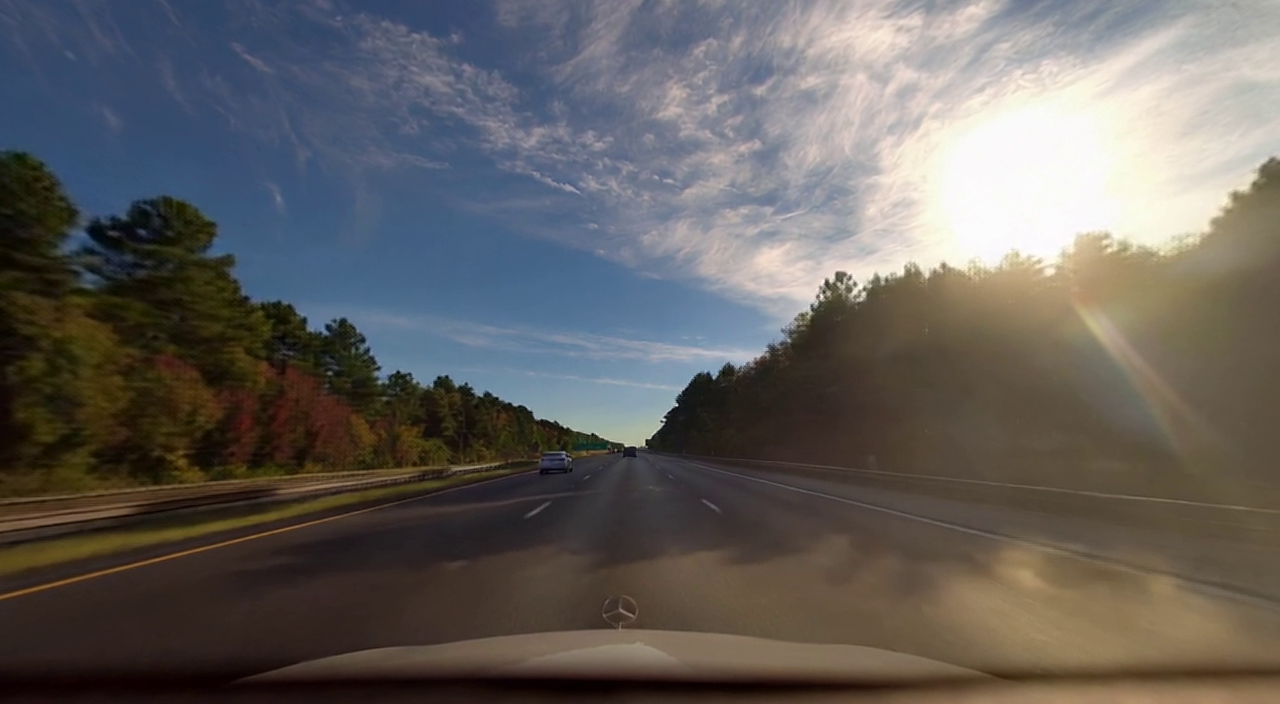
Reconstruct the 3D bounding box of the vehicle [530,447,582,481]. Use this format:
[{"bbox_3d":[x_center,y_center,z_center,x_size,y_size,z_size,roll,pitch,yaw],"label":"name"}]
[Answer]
[{"bbox_3d":[-3.982,5.352,30.348,1.970,1.492,3.944,0,-9,0],"label":"vehicle"}]
